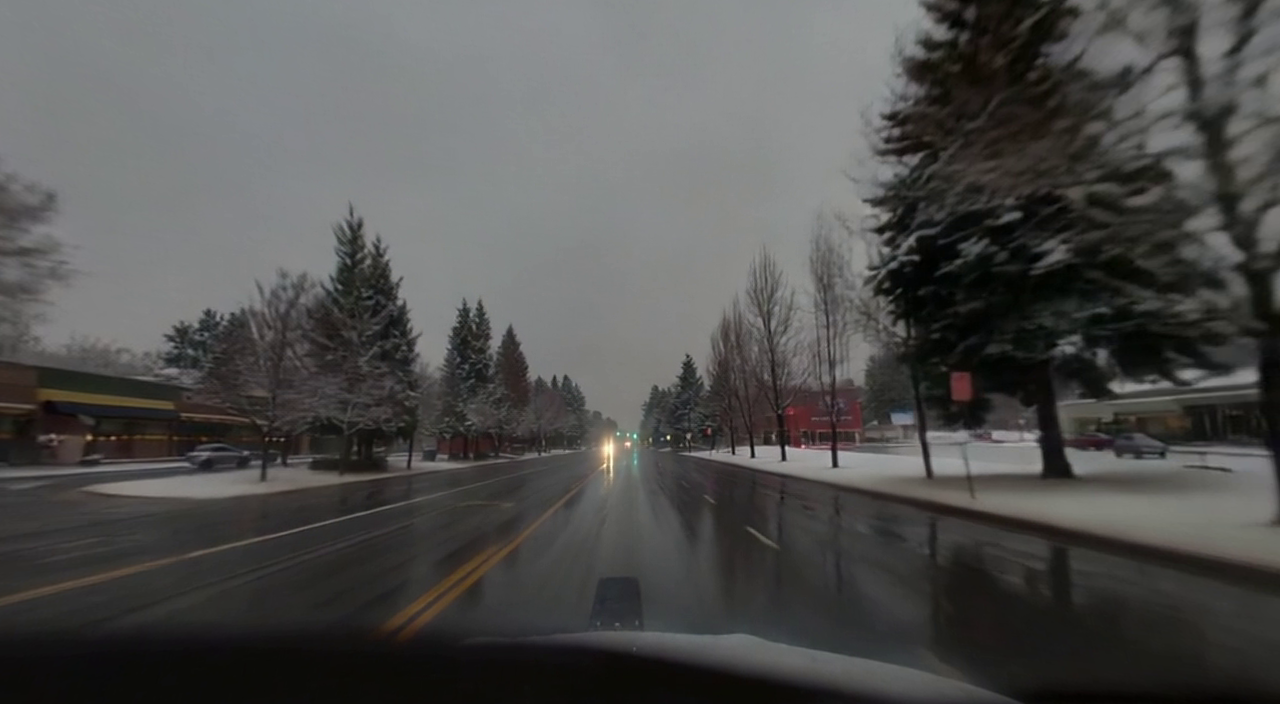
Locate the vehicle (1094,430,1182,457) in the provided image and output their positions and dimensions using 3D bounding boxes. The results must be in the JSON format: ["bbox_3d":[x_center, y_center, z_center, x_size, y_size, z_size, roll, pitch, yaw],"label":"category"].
[{"bbox_3d":[33.938,6.240,43.206,1.999,1.674,4.627,-2,-8,-4],"label":"vehicle"}]

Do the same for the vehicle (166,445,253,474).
[{"bbox_3d":[-23.824,5.934,35.017,3.548,1.544,1.641,0,-8,1],"label":"vehicle"}]
